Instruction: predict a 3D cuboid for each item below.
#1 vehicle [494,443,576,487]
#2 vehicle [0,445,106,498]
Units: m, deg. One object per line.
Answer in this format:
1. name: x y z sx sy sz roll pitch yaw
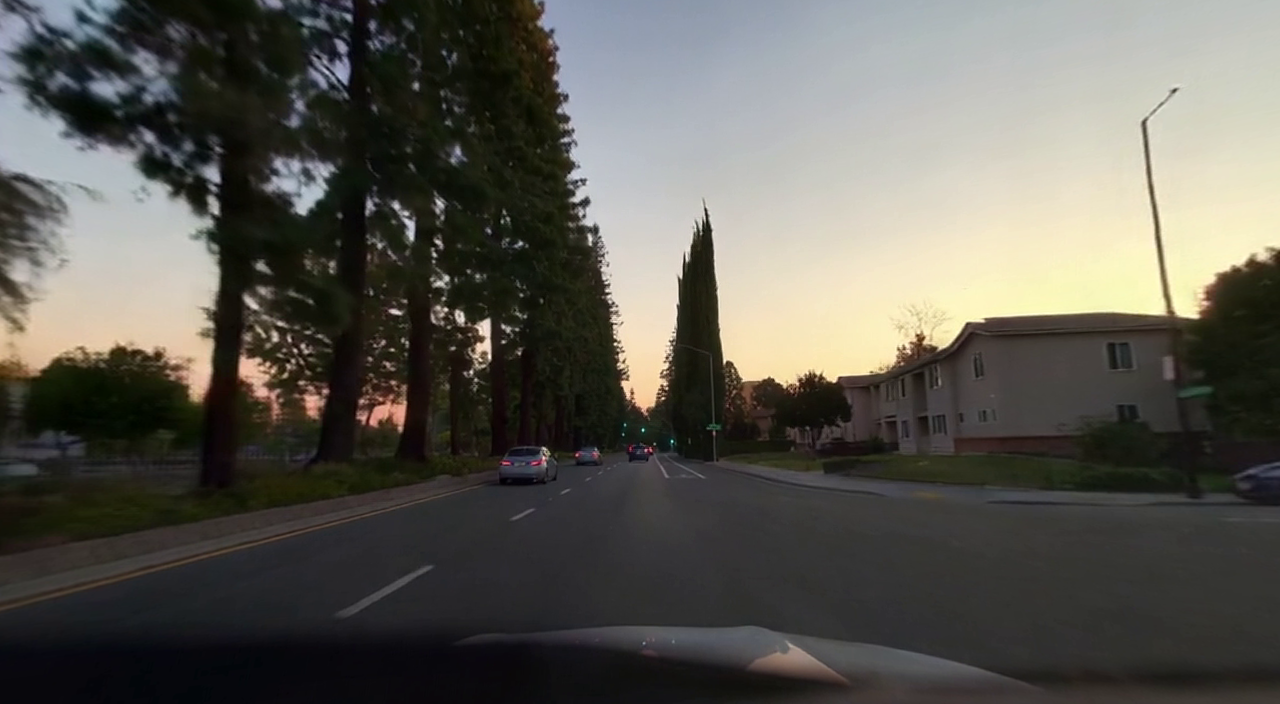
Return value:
1. vehicle: -3.746 4.129 23.425 2.188 1.473 4.651 0 -8 1
2. vehicle: -20.081 3.699 19.757 2.041 1.566 5.174 0 -9 1
